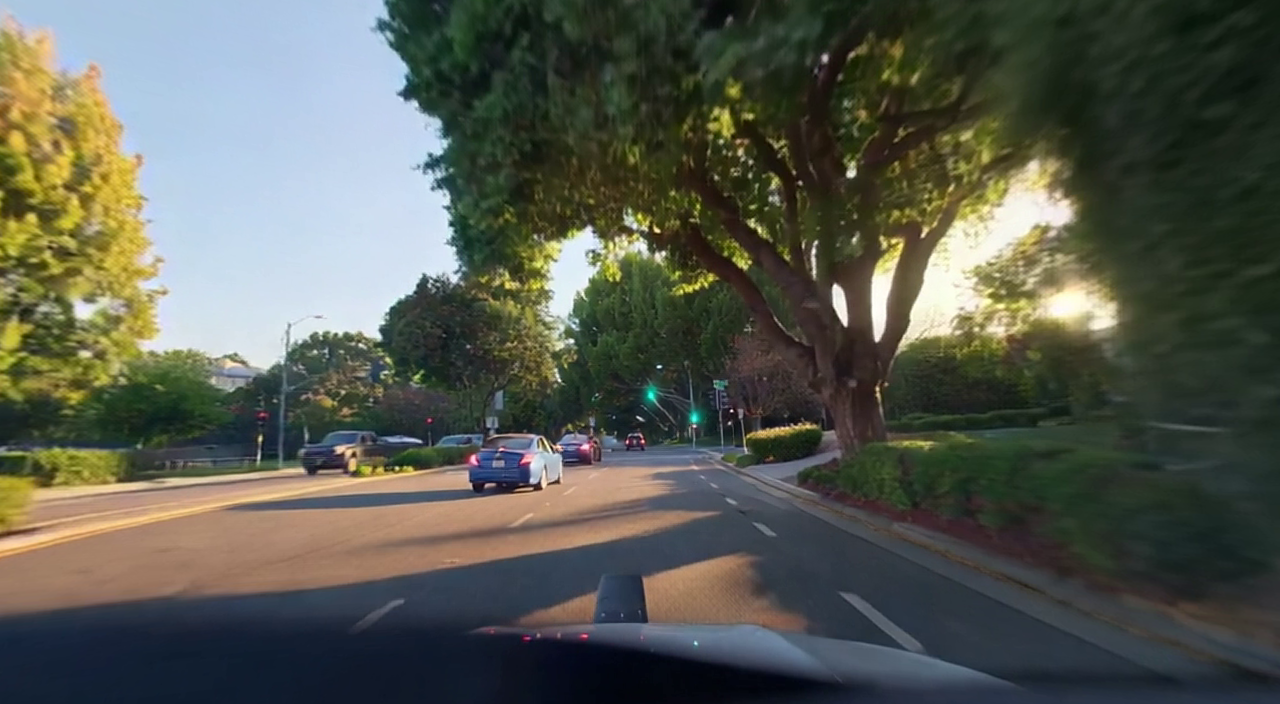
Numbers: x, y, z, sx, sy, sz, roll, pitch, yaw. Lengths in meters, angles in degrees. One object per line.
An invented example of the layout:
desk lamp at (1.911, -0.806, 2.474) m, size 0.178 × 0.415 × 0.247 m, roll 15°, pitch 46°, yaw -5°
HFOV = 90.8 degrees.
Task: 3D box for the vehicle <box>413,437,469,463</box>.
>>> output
vehicle at (-12.158, 5.996, 38.865) m, size 1.966 × 1.496 × 4.470 m, roll 0°, pitch -8°, yaw 1°

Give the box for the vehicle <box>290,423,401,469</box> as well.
vehicle at (-16.000, 5.199, 34.970) m, size 2.734 × 2.261 × 6.993 m, roll 0°, pitch -8°, yaw 1°

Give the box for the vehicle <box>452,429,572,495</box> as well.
vehicle at (-3.188, 2.856, 16.819) m, size 2.038 × 1.486 × 4.678 m, roll 0°, pitch -8°, yaw 2°
